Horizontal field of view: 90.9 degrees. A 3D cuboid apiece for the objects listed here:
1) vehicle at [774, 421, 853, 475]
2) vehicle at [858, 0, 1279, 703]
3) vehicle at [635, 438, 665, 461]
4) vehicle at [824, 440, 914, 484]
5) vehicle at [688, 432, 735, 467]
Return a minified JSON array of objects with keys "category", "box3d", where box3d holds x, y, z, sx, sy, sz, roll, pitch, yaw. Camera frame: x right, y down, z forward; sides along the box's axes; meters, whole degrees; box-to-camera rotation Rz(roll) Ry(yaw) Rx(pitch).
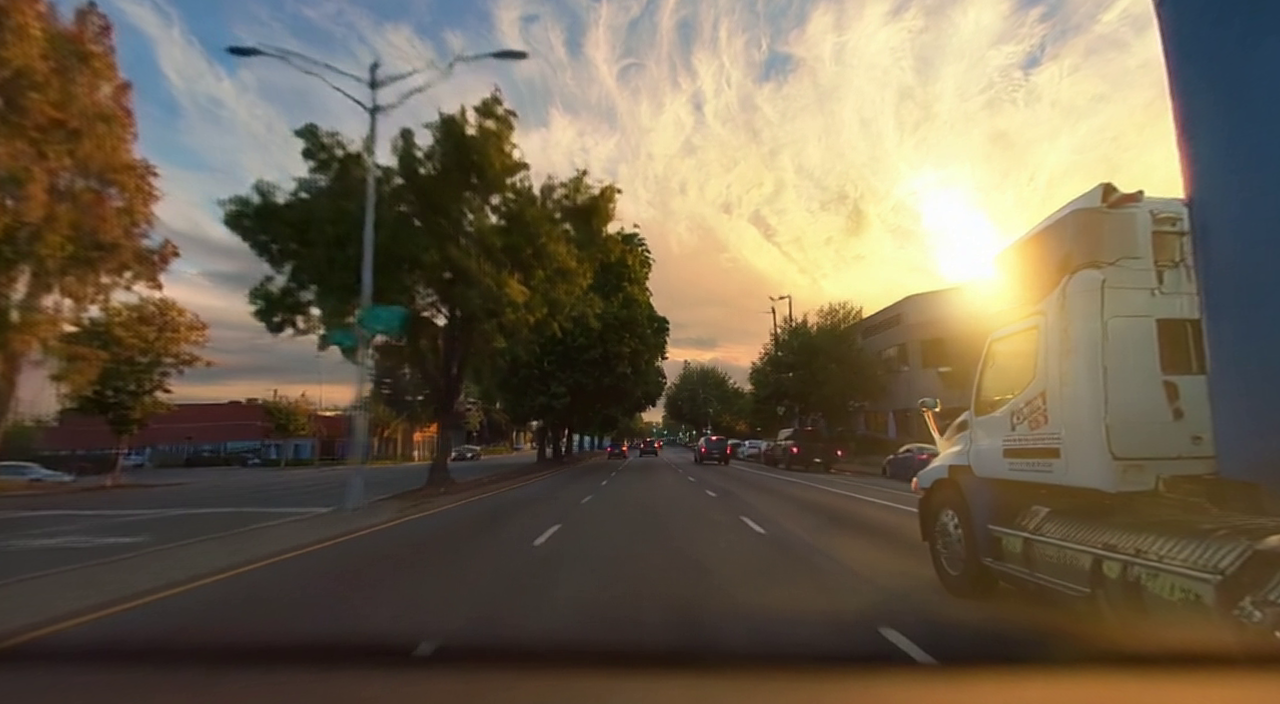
[{"category":"vehicle","box3d":[8.175,4.594,30.286,2.539,2.328,4.769,0,-8,2]},{"category":"vehicle","box3d":[3.697,-0.266,2.252,3.006,3.679,8.506,0,-8,2]},{"category":"vehicle","box3d":[0.838,7.598,49.294,2.276,1.704,3.925,0,-8,2]},{"category":"vehicle","box3d":[8.139,3.938,22.833,1.733,1.441,4.073,0,-8,0]},{"category":"vehicle","box3d":[4.130,5.690,37.003,2.196,1.908,4.412,0,-8,0]}]
